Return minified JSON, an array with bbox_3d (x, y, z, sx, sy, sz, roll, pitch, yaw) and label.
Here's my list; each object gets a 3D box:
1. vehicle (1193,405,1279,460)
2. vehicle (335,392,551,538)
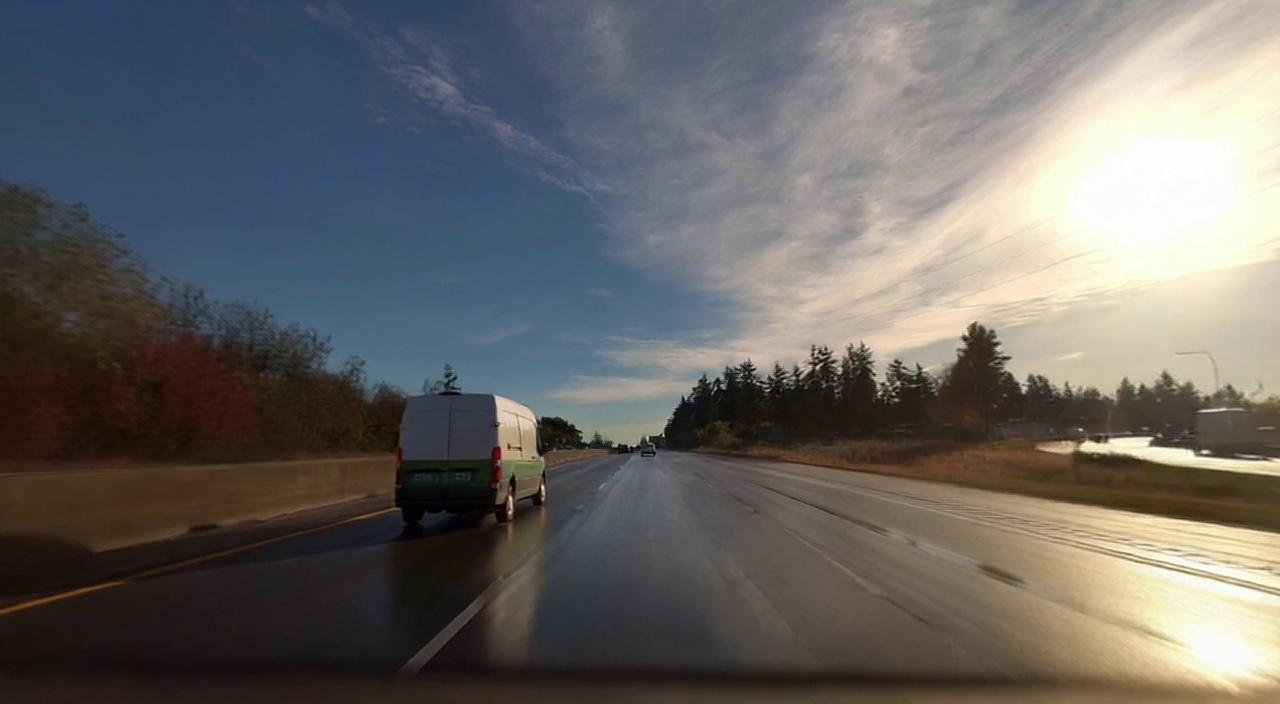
[{"bbox_3d":[33.816,4.506,35.001,2.207,2.820,5.493,-3,-9,16],"label":"vehicle"},{"bbox_3d":[-3.067,1.901,11.112,2.281,2.025,4.586,0,-8,1],"label":"vehicle"}]
